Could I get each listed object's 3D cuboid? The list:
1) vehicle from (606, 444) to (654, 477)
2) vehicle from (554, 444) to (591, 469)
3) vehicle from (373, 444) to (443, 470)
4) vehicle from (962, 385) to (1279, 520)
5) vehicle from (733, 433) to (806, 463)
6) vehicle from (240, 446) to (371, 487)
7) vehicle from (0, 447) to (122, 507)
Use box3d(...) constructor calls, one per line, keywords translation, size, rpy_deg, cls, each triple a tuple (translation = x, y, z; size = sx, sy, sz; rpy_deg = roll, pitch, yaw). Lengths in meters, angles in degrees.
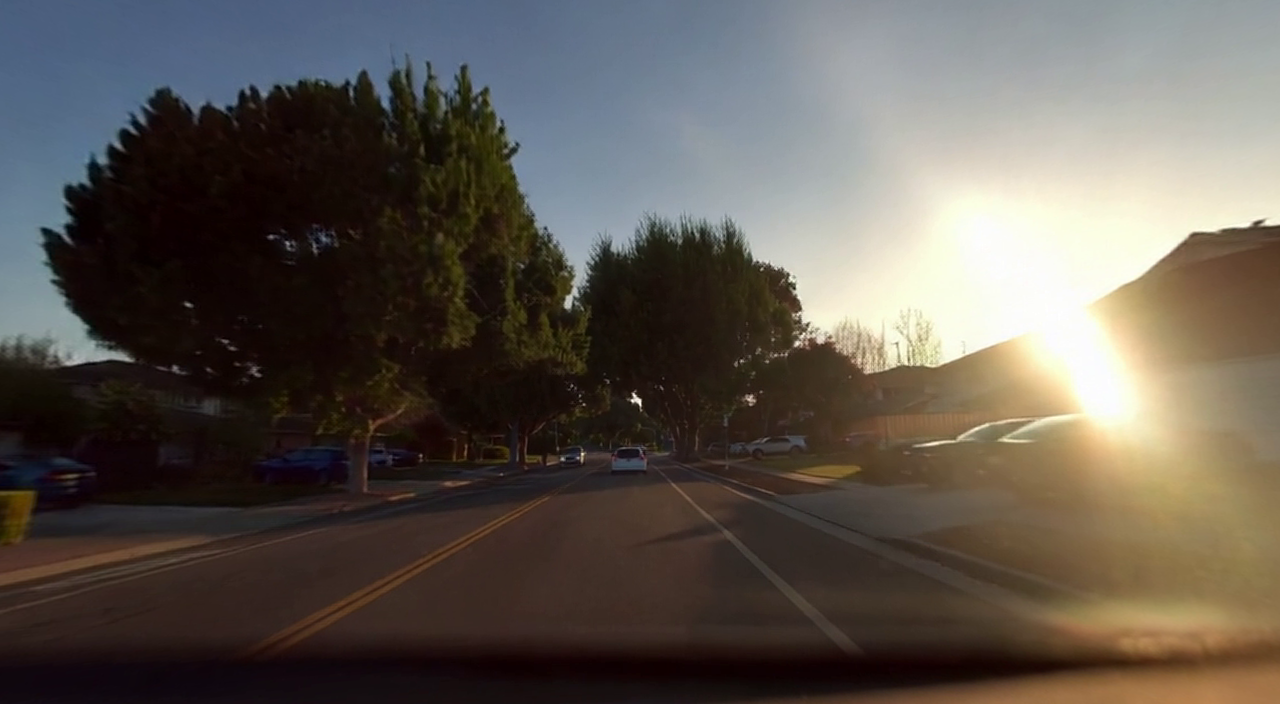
box3d(translation=(-0.451, 5.125, 30.118), size=(2.098, 1.483, 4.099), rpy_deg=(0, -8, 0), cls="vehicle")
box3d(translation=(-5.095, 7.967, 48.484), size=(2.256, 1.838, 4.613), rpy_deg=(0, -8, 1), cls="vehicle")
box3d(translation=(-17.341, 7.858, 47.432), size=(4.463, 1.917, 1.970), rpy_deg=(1, -9, -5), cls="vehicle")
box3d(translation=(8.382, 1.658, 10.800), size=(4.513, 1.617, 1.998), rpy_deg=(-6, -8, -1), cls="vehicle")
box3d(translation=(9.234, 6.852, 45.182), size=(4.634, 1.723, 1.966), rpy_deg=(-4, -7, -2), cls="vehicle")
box3d(translation=(-14.850, 5.099, 28.191), size=(4.608, 1.743, 2.222), rpy_deg=(-1, -9, 6), cls="vehicle")
box3d(translation=(-17.082, 3.434, 17.818), size=(4.608, 1.481, 1.890), rpy_deg=(-4, -9, 25), cls="vehicle")
